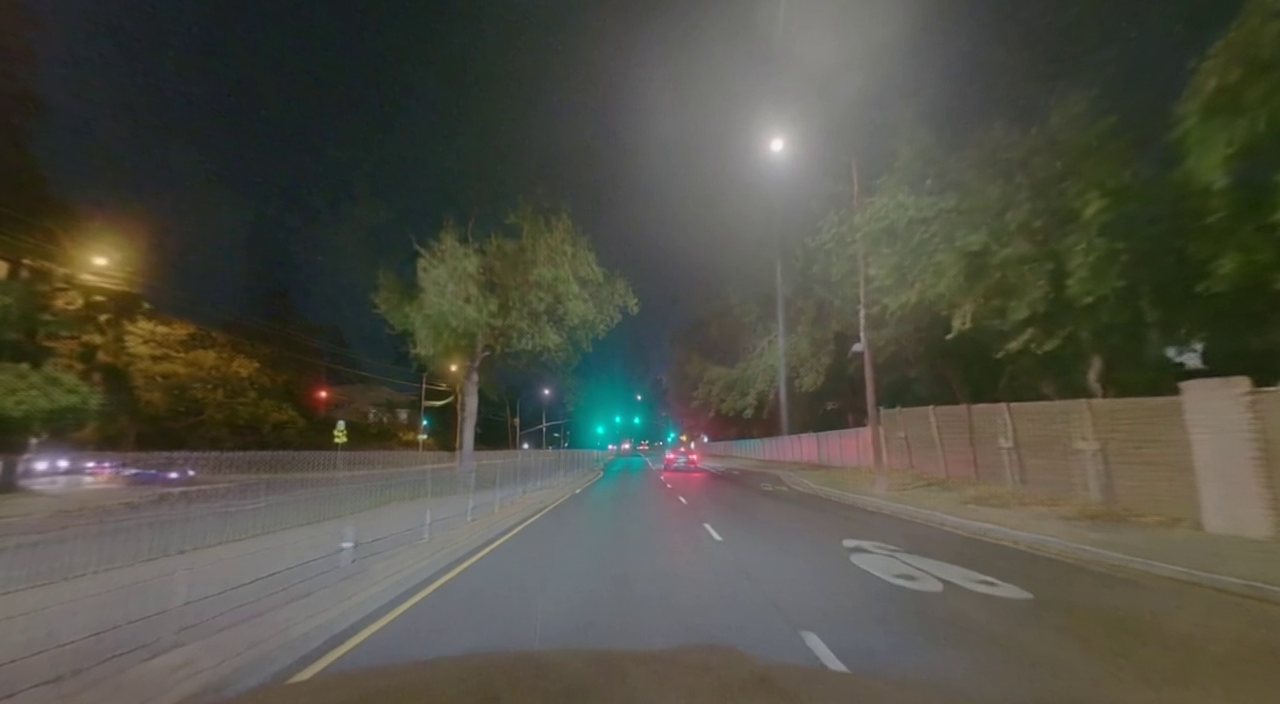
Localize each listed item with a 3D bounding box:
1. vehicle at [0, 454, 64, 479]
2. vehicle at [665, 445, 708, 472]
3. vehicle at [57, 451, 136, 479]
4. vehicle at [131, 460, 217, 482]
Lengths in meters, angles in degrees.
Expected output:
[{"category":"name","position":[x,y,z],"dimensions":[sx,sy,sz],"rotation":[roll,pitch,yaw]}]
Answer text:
[{"category":"vehicle","position":[-47.945,8.858,49.057],"dimensions":[1.903,1.810,4.111],"rotation":[-1,-9,6]},{"category":"vehicle","position":[2.633,6.176,36.720],"dimensions":[2.105,1.490,4.008],"rotation":[0,-9,-1]},{"category":"vehicle","position":[-42.738,8.861,49.630],"dimensions":[2.040,1.792,4.780],"rotation":[-4,-8,-1]},{"category":"vehicle","position":[-32.301,8.256,43.681],"dimensions":[4.384,1.463,1.969],"rotation":[0,-9,0]}]
